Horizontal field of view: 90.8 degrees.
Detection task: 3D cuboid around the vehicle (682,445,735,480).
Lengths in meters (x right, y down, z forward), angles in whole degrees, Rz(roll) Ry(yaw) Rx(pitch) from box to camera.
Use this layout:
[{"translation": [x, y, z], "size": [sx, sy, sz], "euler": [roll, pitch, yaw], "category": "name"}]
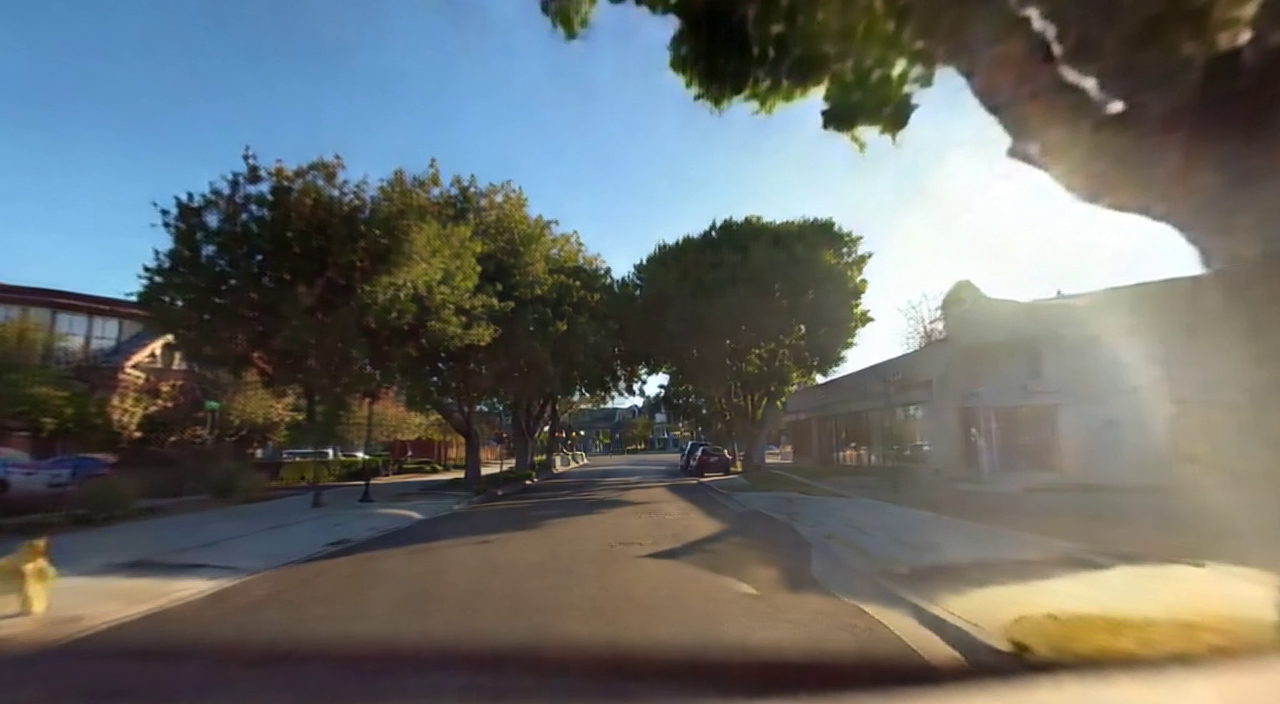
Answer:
[{"translation": [3.159, 5.213, 30.168], "size": [2.064, 1.532, 4.596], "euler": [0, -8, 1], "category": "vehicle"}]
